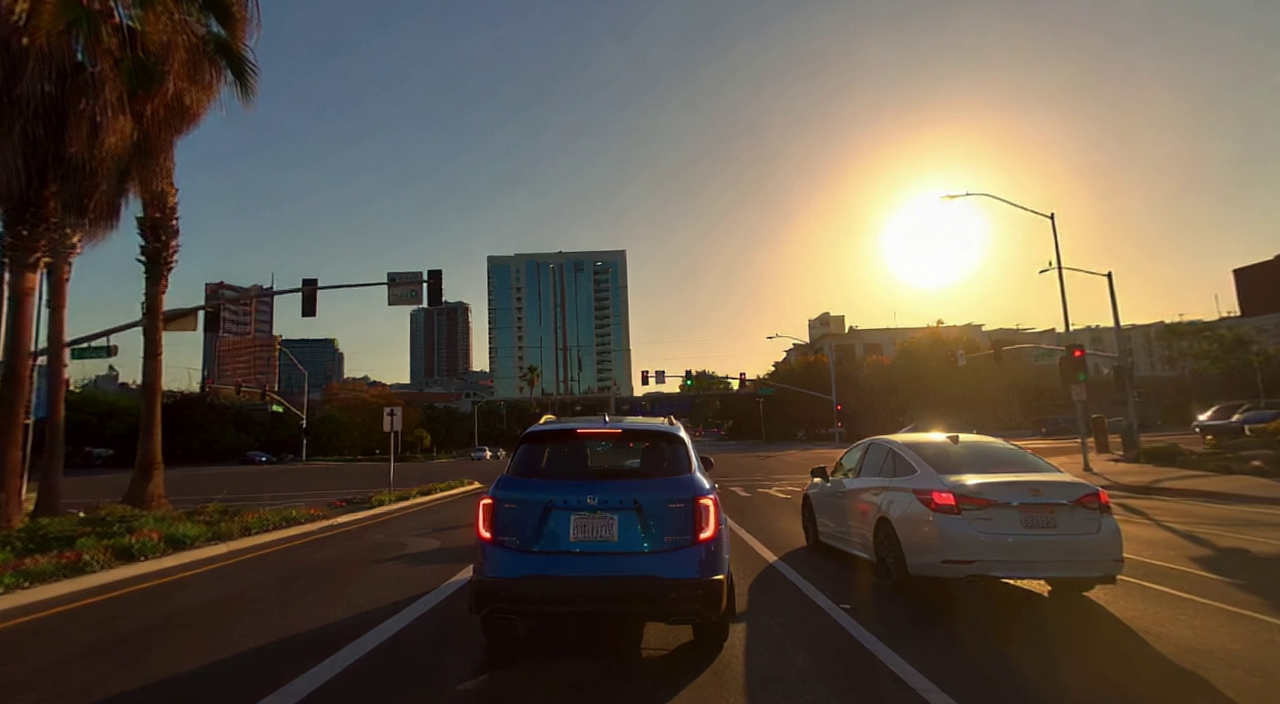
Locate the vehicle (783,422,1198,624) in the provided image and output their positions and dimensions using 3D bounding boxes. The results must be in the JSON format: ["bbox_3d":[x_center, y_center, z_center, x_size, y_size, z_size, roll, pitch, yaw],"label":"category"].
[{"bbox_3d":[3.106,1.597,6.939,1.971,1.473,4.495,0,-8,0],"label":"vehicle"}]

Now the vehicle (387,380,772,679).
[{"bbox_3d":[-0.347,1.307,5.671,2.172,1.694,4.055,0,-8,0],"label":"vehicle"}]
